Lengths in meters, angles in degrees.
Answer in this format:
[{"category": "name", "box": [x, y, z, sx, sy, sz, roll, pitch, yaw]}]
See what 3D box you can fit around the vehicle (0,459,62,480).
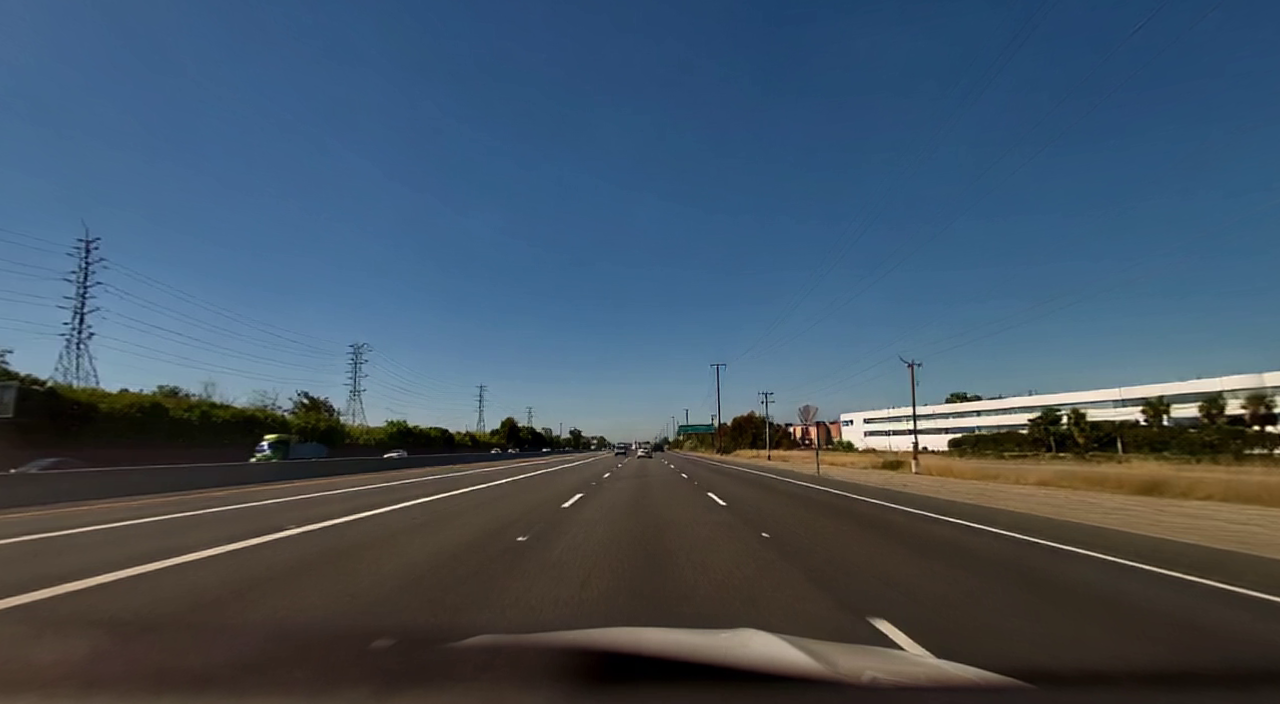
[{"category": "vehicle", "box": [-47.982, 9.080, 48.935, 1.811, 1.469, 4.520, 0, -9, 1]}]
